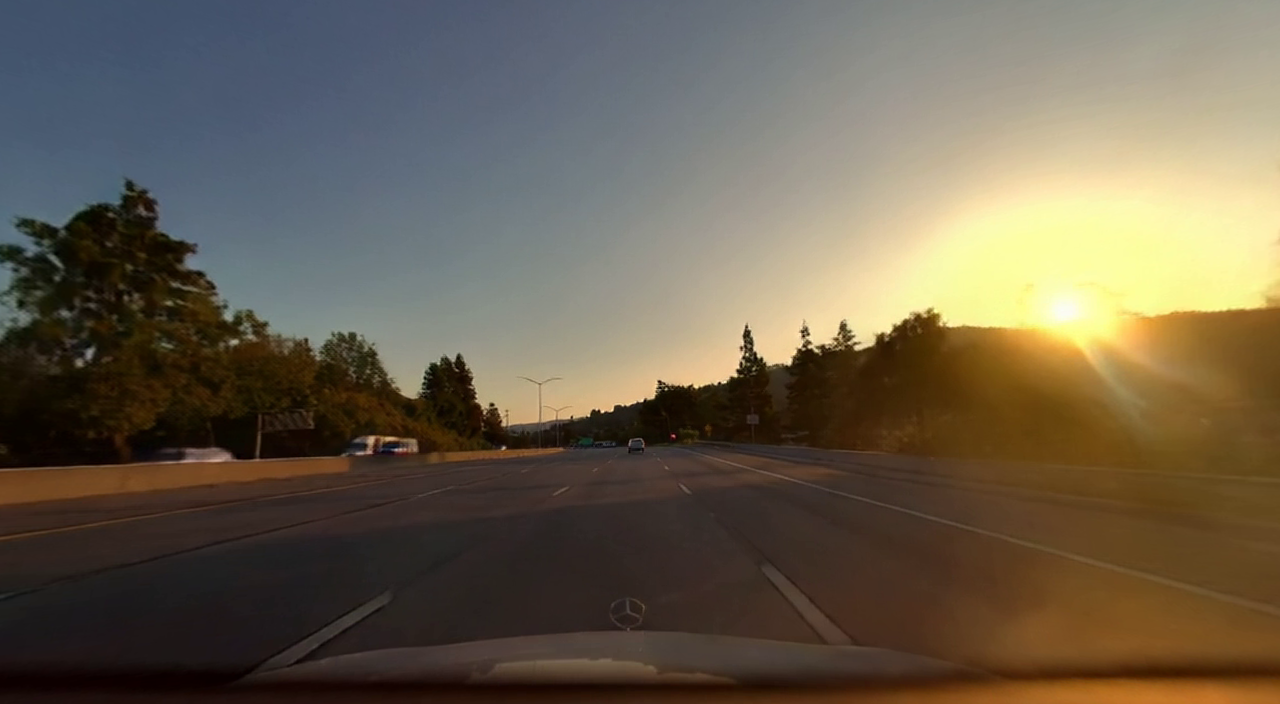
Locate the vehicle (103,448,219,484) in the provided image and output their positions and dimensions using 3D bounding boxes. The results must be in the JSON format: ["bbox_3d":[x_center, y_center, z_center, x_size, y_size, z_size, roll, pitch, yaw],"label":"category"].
[{"bbox_3d":[-20.630,4.886,27.389,1.810,1.416,3.982,0,-8,2],"label":"vehicle"}]
